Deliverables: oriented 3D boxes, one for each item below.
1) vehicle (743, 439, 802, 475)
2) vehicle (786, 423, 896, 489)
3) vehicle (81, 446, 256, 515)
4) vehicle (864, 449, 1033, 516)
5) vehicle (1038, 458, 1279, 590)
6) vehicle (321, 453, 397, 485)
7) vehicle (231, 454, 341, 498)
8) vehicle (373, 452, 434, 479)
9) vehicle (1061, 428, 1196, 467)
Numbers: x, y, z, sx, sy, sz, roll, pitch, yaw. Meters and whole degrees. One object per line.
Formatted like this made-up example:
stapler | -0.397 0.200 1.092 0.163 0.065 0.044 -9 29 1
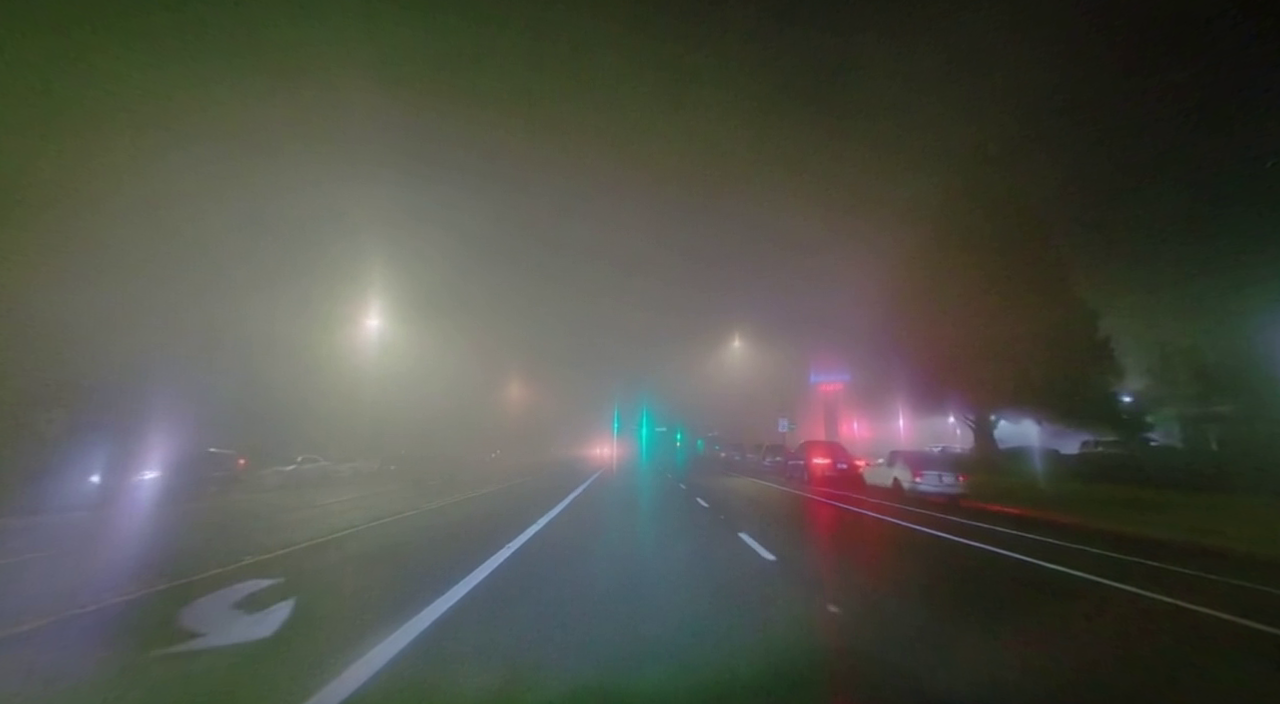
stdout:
vehicle | 7.635 6.118 36.858 2.092 1.887 5.632 0 -9 -1
vehicle | 7.744 4.161 25.080 2.327 2.296 5.692 0 -10 -2
vehicle | -14.546 3.932 19.881 2.002 1.765 4.775 -4 -9 -2
vehicle | 7.942 3.379 16.845 1.992 1.499 4.715 0 -9 -2
vehicle | 7.764 2.106 8.218 1.811 1.361 4.852 0 -9 -2
vehicle | -14.614 6.084 32.992 1.880 1.488 4.483 0 -9 0
vehicle | -14.553 5.076 26.255 1.836 1.448 4.941 -1 -7 -1
vehicle | -14.482 6.945 38.818 1.897 1.517 4.802 0 -9 0
vehicle | 27.421 5.412 35.557 2.195 2.015 5.433 5 -11 -33
